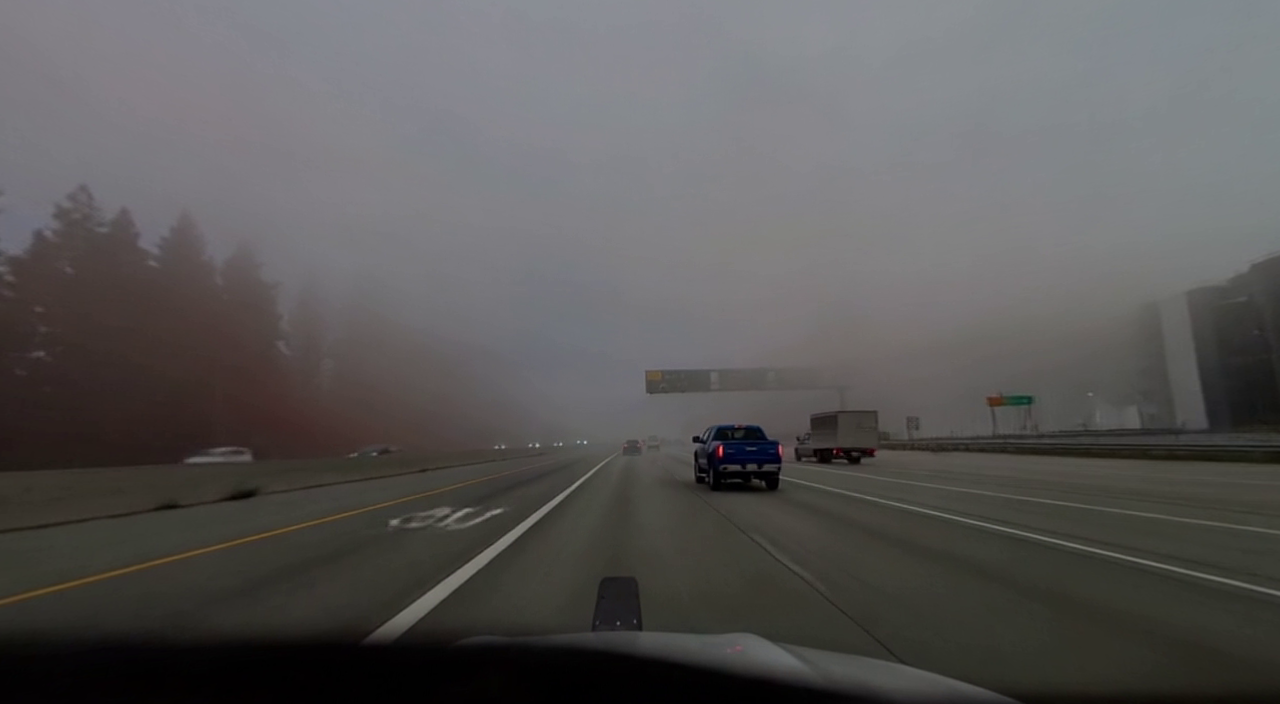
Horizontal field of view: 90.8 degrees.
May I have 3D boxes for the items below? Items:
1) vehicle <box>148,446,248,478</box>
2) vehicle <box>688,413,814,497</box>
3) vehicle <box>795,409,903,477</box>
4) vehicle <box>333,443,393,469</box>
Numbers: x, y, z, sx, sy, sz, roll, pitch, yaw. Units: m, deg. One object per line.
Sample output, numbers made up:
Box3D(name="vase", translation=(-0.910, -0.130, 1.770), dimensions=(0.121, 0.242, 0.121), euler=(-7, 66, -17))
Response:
Box3D(name="vehicle", translation=(-27.283, 6.753, 39.308), dimensions=(2.116, 1.812, 5.613), euler=(0, -8, 0))
Box3D(name="vehicle", translation=(2.845, 2.819, 17.560), dimensions=(2.462, 1.984, 4.718), euler=(0, -8, -2))
Box3D(name="vehicle", translation=(7.758, 3.480, 24.133), dimensions=(2.158, 2.268, 5.396), euler=(0, -8, -1))
Box3D(name="vehicle", translation=(-19.217, 7.236, 44.051), dimensions=(2.056, 1.681, 4.519), euler=(0, -8, 0))
